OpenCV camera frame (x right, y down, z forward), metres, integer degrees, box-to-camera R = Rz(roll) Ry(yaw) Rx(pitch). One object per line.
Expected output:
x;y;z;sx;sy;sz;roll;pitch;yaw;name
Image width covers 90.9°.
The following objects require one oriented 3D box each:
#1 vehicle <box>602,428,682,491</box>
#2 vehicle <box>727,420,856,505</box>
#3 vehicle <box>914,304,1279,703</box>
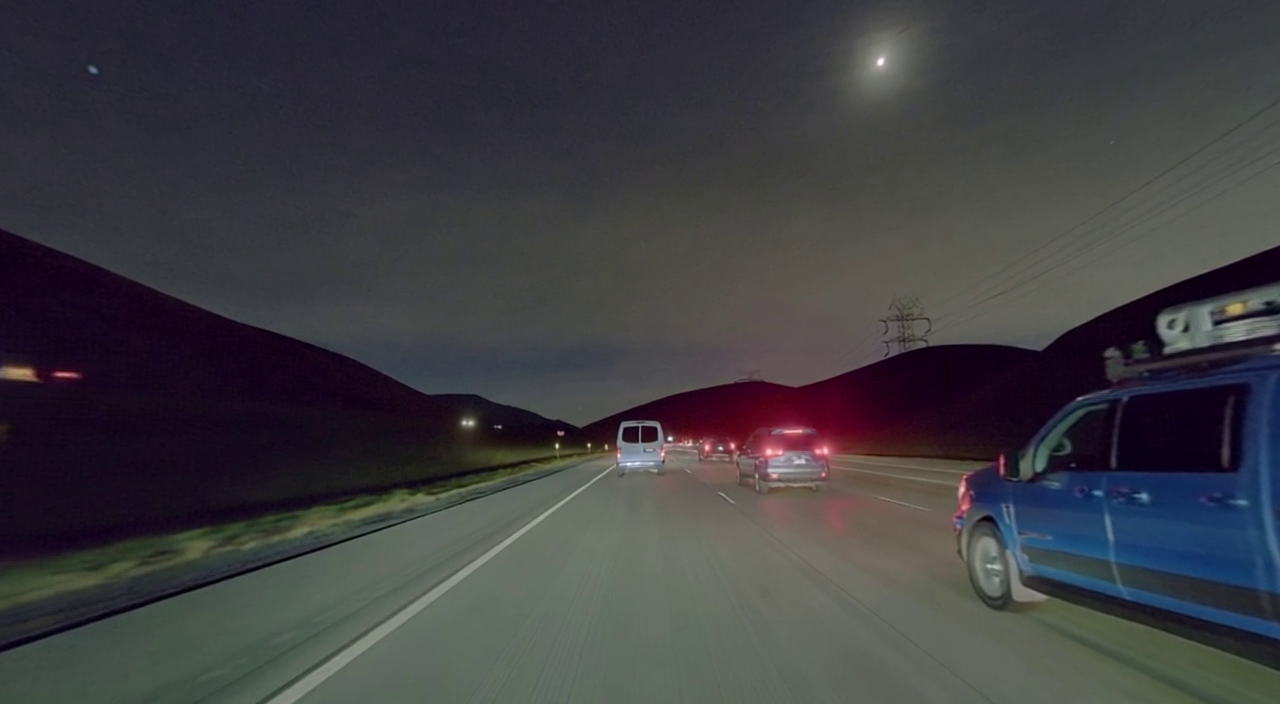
0.102;3.396;20.279;2.268;1.772;4.523;0;-8;1;vehicle
3.598;2.723;15.985;2.139;1.821;4.480;0;-8;0;vehicle
3.936;0.821;2.940;2.691;1.901;5.744;0;-8;0;vehicle
